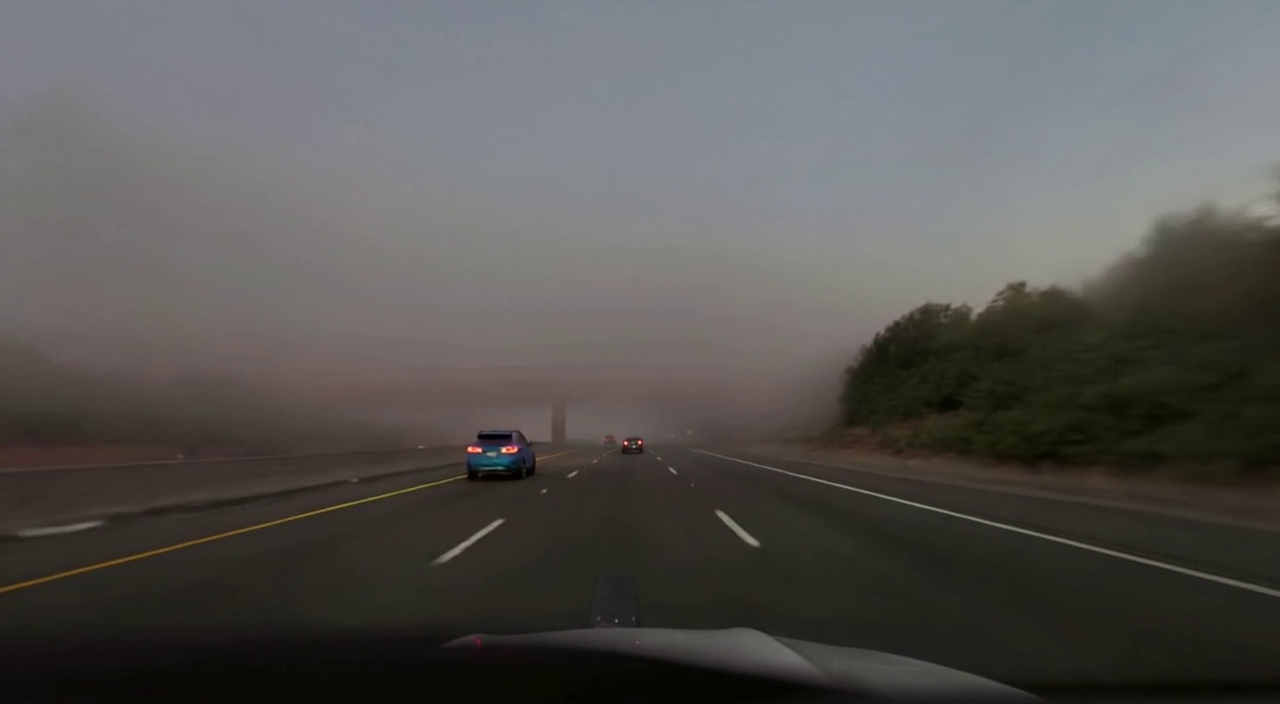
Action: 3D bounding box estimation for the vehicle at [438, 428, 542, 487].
[{"bbox_3d":[-4.324,3.097,18.976,2.074,1.535,4.437,0,-8,0],"label":"vehicle"}]
